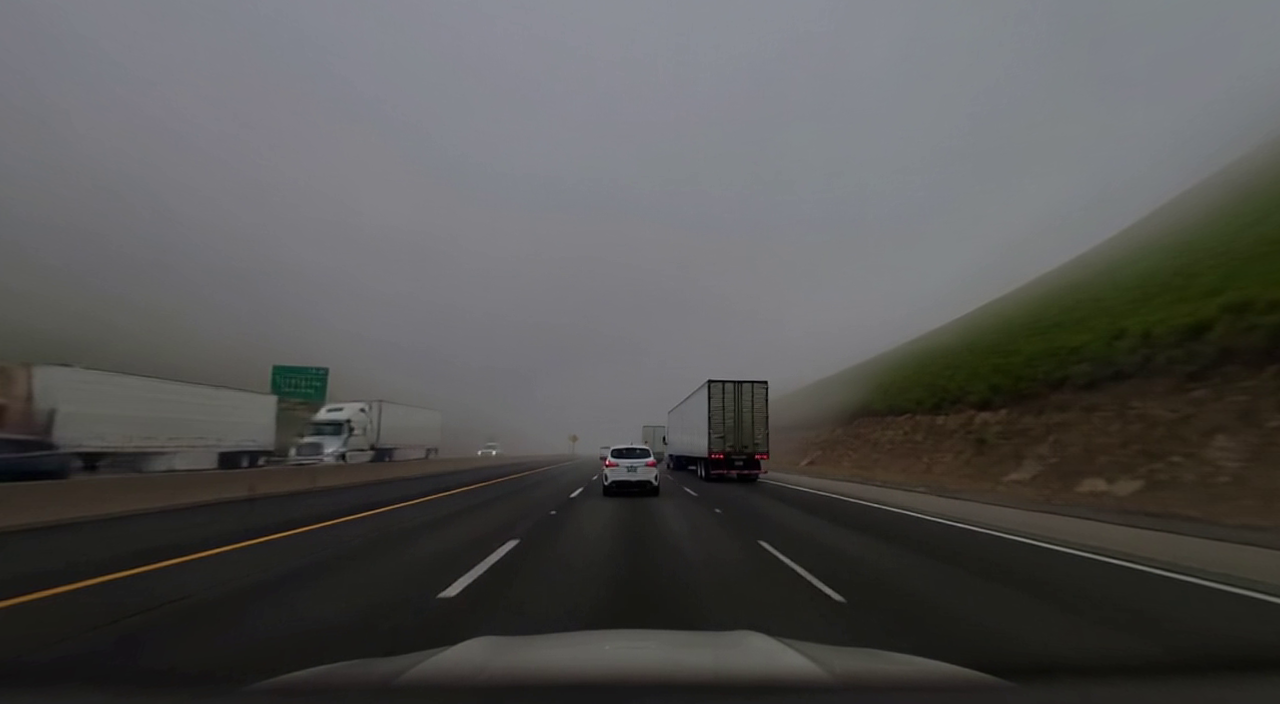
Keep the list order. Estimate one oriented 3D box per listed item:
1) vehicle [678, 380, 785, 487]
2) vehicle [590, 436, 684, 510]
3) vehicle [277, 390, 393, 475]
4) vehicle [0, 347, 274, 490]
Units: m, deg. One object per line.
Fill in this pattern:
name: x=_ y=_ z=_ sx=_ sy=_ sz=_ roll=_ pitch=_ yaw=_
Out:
vehicle: x=3.893 y=4.168 z=31.023 sx=2.812 sy=4.024 sz=14.098 roll=0 pitch=-9 yaw=-1
vehicle: x=-0.082 y=3.049 z=16.234 sx=2.109 sy=1.639 sz=3.768 roll=0 pitch=-9 yaw=-1
vehicle: x=-15.481 y=4.248 z=32.591 sx=2.985 sy=3.964 sz=5.868 roll=0 pitch=-9 yaw=-1
vehicle: x=-19.748 y=2.940 z=24.568 sx=2.833 sy=4.023 sz=14.091 roll=0 pitch=-9 yaw=-1
